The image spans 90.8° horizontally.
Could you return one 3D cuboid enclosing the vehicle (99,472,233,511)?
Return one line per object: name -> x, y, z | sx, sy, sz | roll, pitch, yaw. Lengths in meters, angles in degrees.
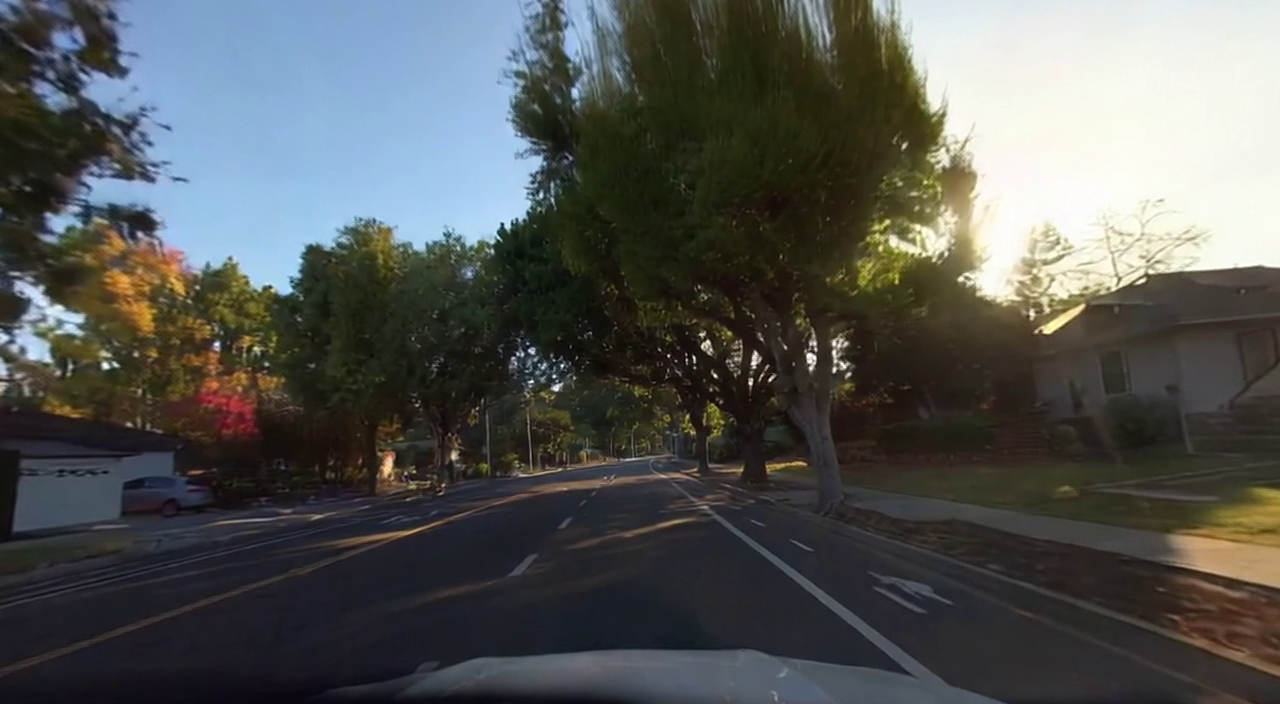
vehicle -> -19.276, 5.674, 25.792 | 4.173, 1.423, 1.657 | -1, -9, 3
